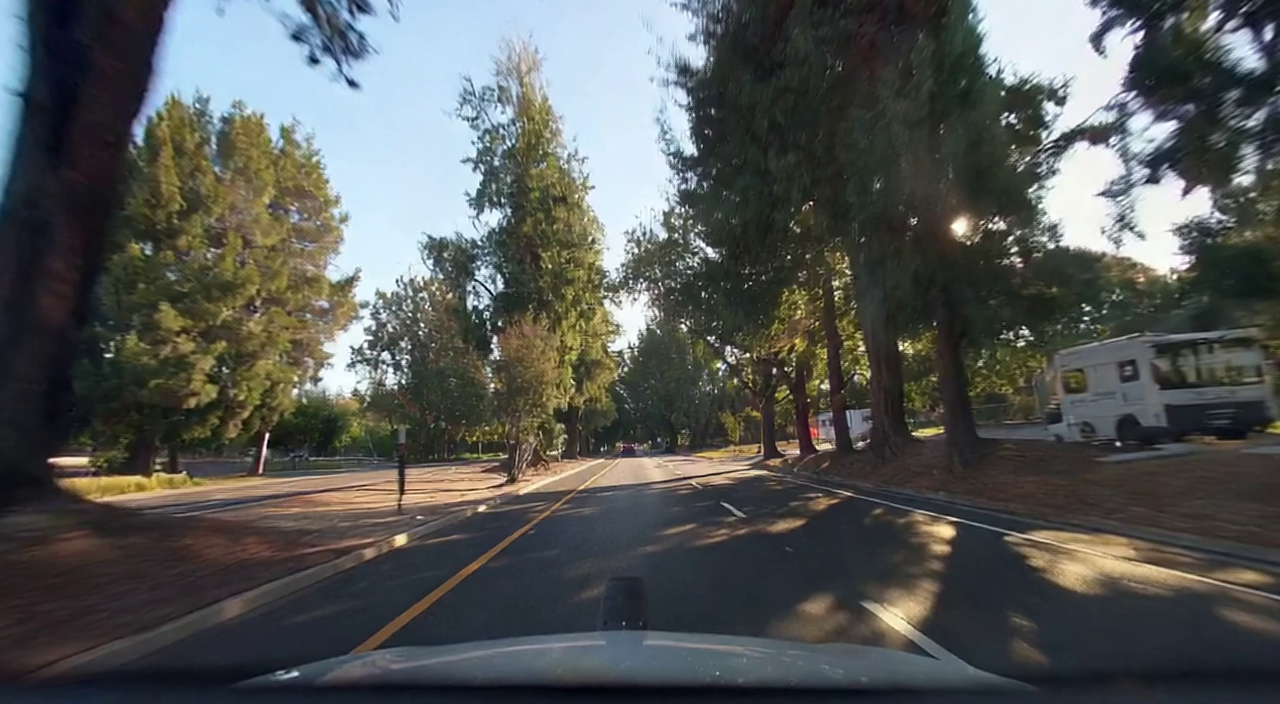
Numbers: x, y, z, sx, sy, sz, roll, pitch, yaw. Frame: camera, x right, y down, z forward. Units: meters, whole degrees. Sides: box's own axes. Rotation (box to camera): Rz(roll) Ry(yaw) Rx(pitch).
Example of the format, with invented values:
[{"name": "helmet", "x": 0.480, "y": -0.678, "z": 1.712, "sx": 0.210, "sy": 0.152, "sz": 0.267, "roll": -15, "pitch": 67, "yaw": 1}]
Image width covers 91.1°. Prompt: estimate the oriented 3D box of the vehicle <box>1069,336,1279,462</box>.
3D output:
[{"name": "vehicle", "x": 13.156, "y": 1.264, "z": 15.352, "sx": 2.789, "sy": 2.725, "sz": 3.463, "roll": -1, "pitch": -8, "yaw": 3}]
